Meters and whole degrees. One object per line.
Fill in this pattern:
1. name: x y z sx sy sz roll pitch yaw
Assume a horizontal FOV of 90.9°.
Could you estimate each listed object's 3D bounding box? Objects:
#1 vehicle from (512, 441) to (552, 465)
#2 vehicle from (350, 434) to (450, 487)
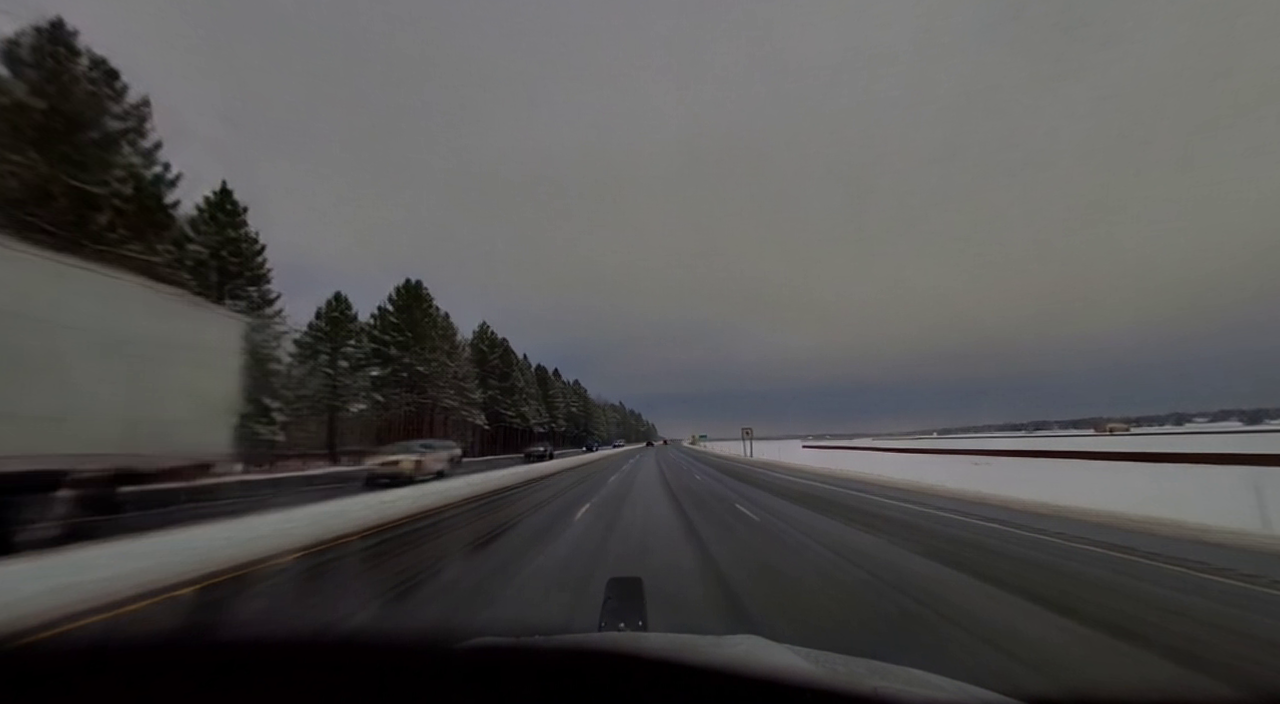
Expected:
1. vehicle: -8.167 7.654 47.922 2.113 1.697 4.718 0 -8 1
2. vehicle: -9.273 4.204 24.838 2.034 1.864 4.688 0 -8 1
